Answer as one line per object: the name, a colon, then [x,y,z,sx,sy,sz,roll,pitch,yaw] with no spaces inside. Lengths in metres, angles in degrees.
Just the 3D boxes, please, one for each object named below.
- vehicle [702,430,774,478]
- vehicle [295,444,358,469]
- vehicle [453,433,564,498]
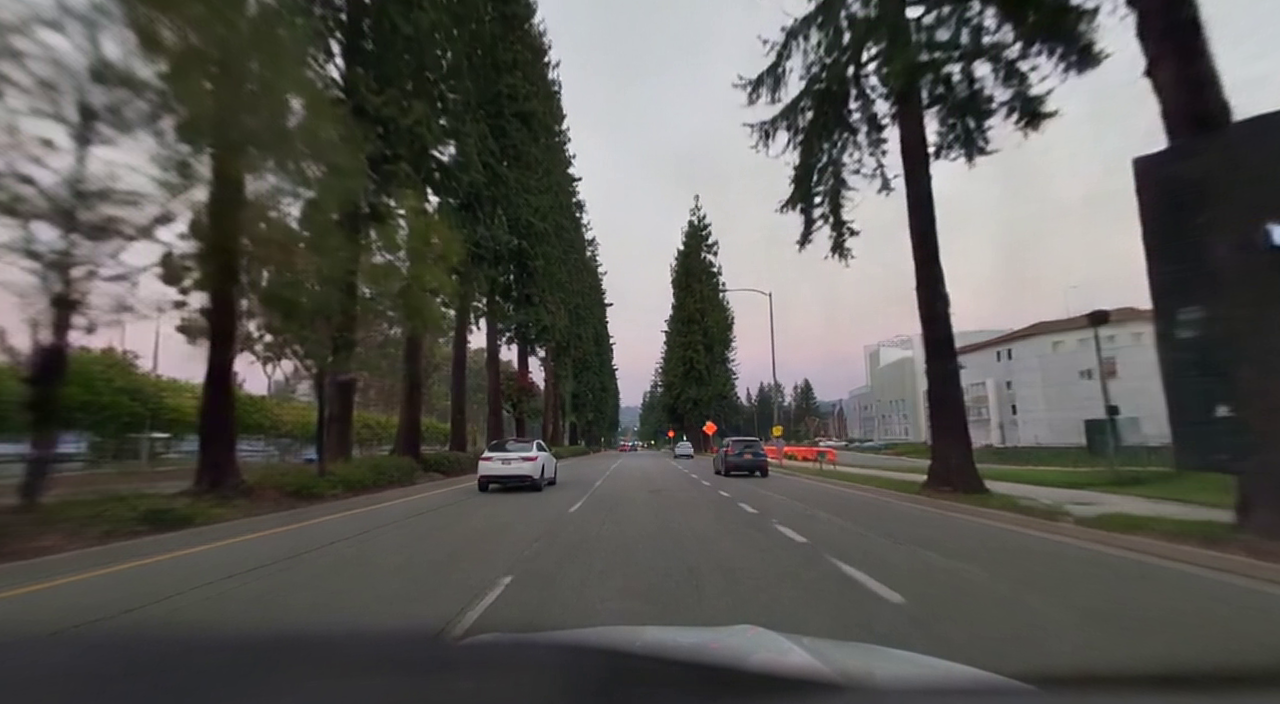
vehicle: [3.957,4.227,26.403,2.159,1.793,4.735,0,-8,-1]
vehicle: [-21.588,7.190,43.744,1.958,1.641,4.663,0,-9,1]
vehicle: [-3.247,2.896,16.511,2.020,1.474,4.098,0,-9,0]
